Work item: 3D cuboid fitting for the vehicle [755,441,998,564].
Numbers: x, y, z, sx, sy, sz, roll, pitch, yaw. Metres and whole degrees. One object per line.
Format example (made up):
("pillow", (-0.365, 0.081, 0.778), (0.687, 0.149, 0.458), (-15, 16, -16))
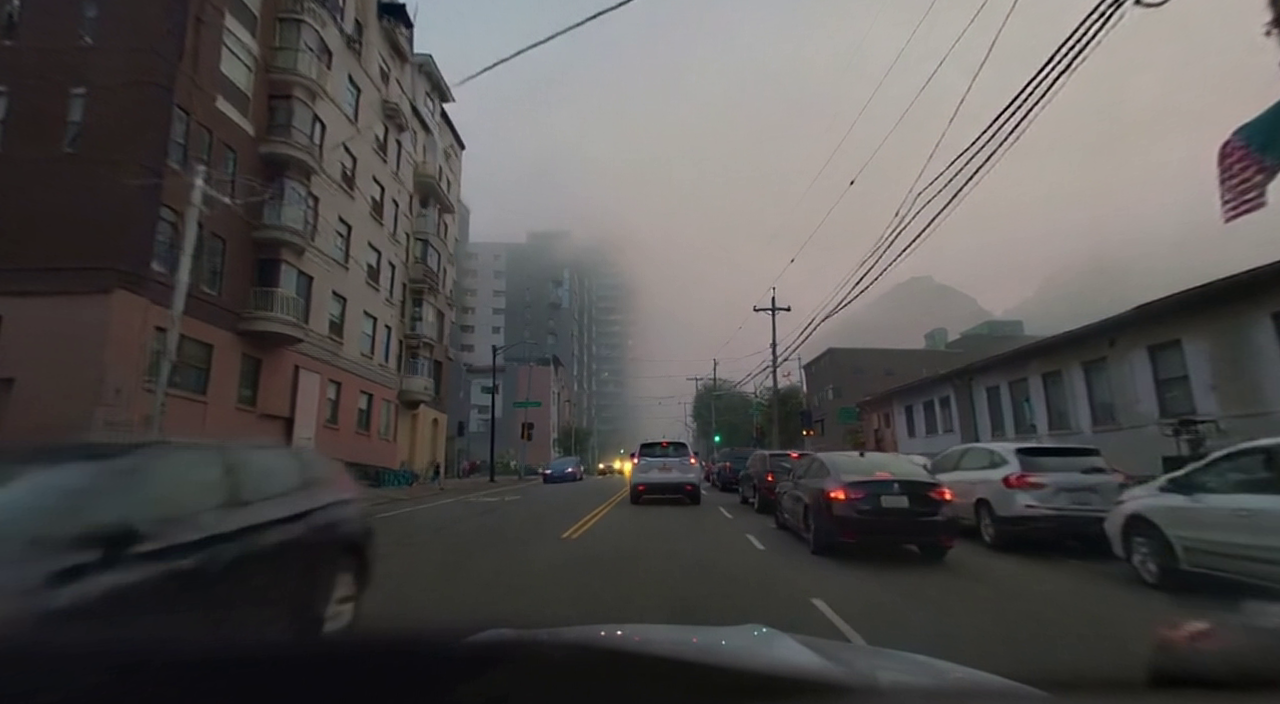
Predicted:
("vehicle", (3.357, 2.216, 10.264), (2.116, 1.487, 4.988), (0, -8, 1))

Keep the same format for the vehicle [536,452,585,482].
("vehicle", (-4.353, 6.361, 35.157), (1.966, 1.470, 4.528), (-1, -8, 3))

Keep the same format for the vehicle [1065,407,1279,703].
("vehicle", (2.862, 0.697, 0.493), (2.029, 1.460, 4.451), (0, -8, 1))

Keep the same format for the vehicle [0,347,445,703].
("vehicle", (-2.808, 1.046, 3.351), (2.023, 1.646, 4.282), (-1, -8, 2))

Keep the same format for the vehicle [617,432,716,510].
("vehicle", (0.635, 3.005, 16.368), (2.232, 1.736, 4.036), (0, -8, 1))
